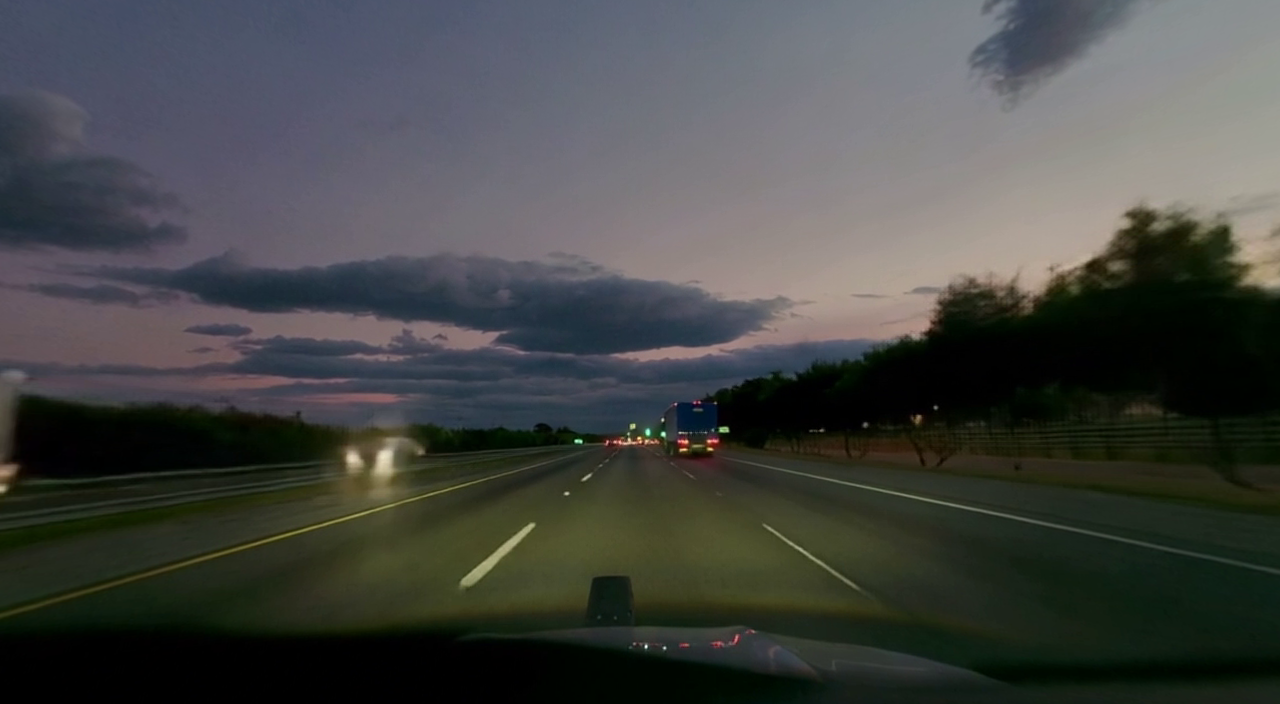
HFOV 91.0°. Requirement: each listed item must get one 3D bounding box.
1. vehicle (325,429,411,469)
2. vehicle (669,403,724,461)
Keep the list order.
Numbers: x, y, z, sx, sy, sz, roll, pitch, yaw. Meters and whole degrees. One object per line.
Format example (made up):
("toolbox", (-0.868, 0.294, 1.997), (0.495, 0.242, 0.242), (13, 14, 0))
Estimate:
("vehicle", (-12.935, 4.638, 30.321), (2.061, 1.728, 4.748), (-1, -8, -1))
("vehicle", (3.547, 5.300, 41.341), (2.766, 3.349, 7.796), (-1, -8, 0))
